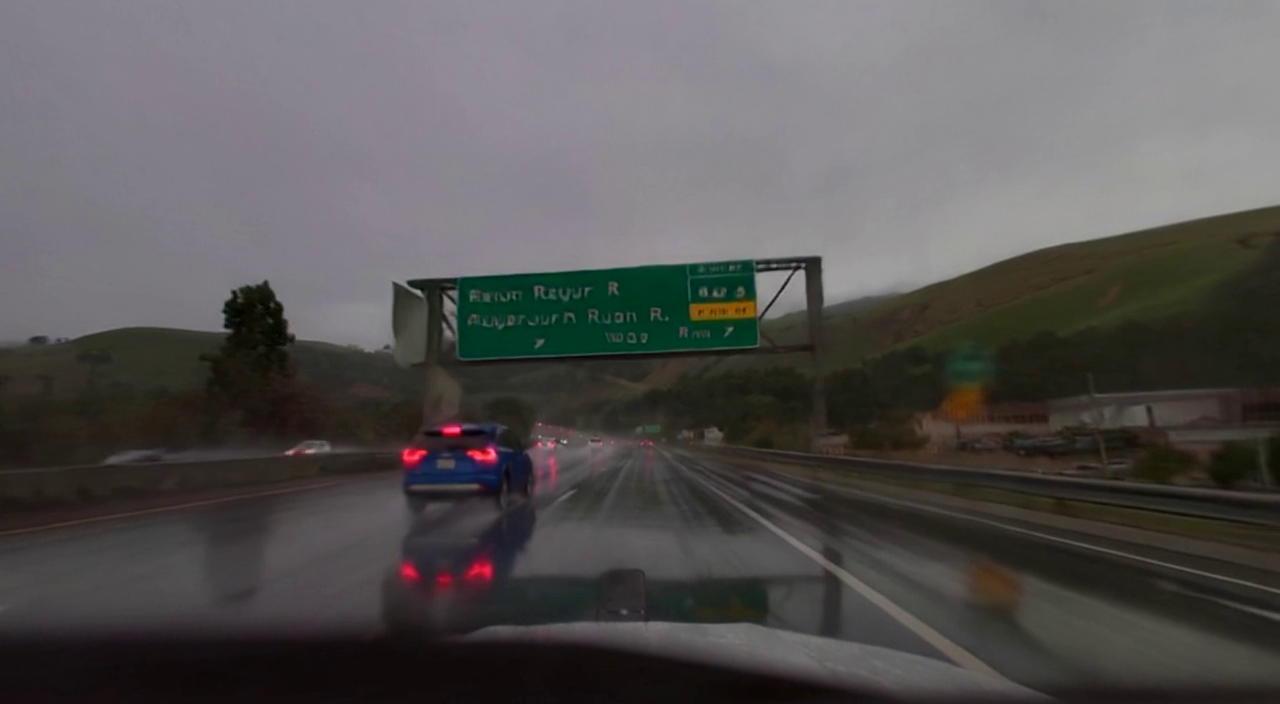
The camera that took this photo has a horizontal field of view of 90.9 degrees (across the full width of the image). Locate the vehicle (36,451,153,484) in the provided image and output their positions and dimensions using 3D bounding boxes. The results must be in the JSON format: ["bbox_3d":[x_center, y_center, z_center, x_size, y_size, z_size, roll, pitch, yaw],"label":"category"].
[{"bbox_3d":[-28.246,5.969,32.902,1.795,1.482,4.774,-1,-8,0],"label":"vehicle"}]

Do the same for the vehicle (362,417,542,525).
[{"bbox_3d":[-3.390,2.232,12.453,2.138,1.718,4.415,-1,-8,1],"label":"vehicle"}]
